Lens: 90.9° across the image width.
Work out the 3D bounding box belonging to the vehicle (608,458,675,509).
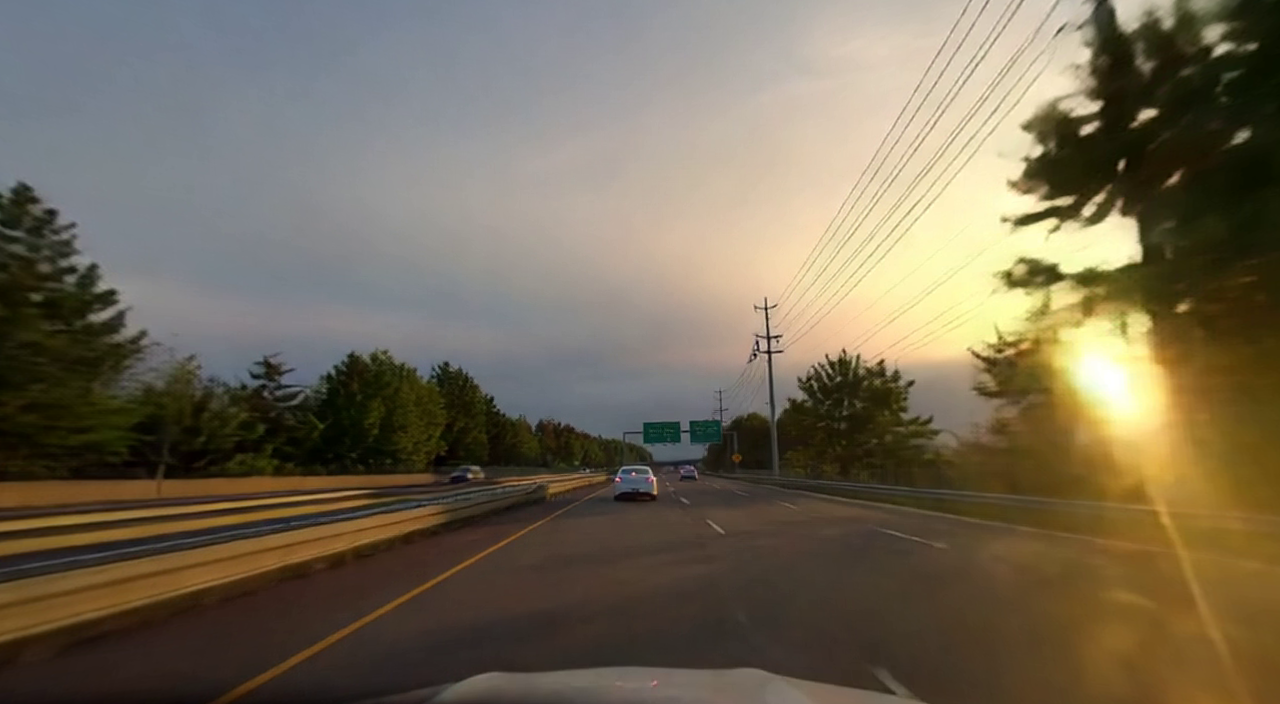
[{"bbox_3d":[0.034,4.286,20.805,1.987,1.480,3.786,1,-10,0],"label":"vehicle"}]

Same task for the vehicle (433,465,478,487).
[{"bbox_3d":[-14.024,9.437,48.139,1.960,1.570,4.196,0,-10,2],"label":"vehicle"}]
